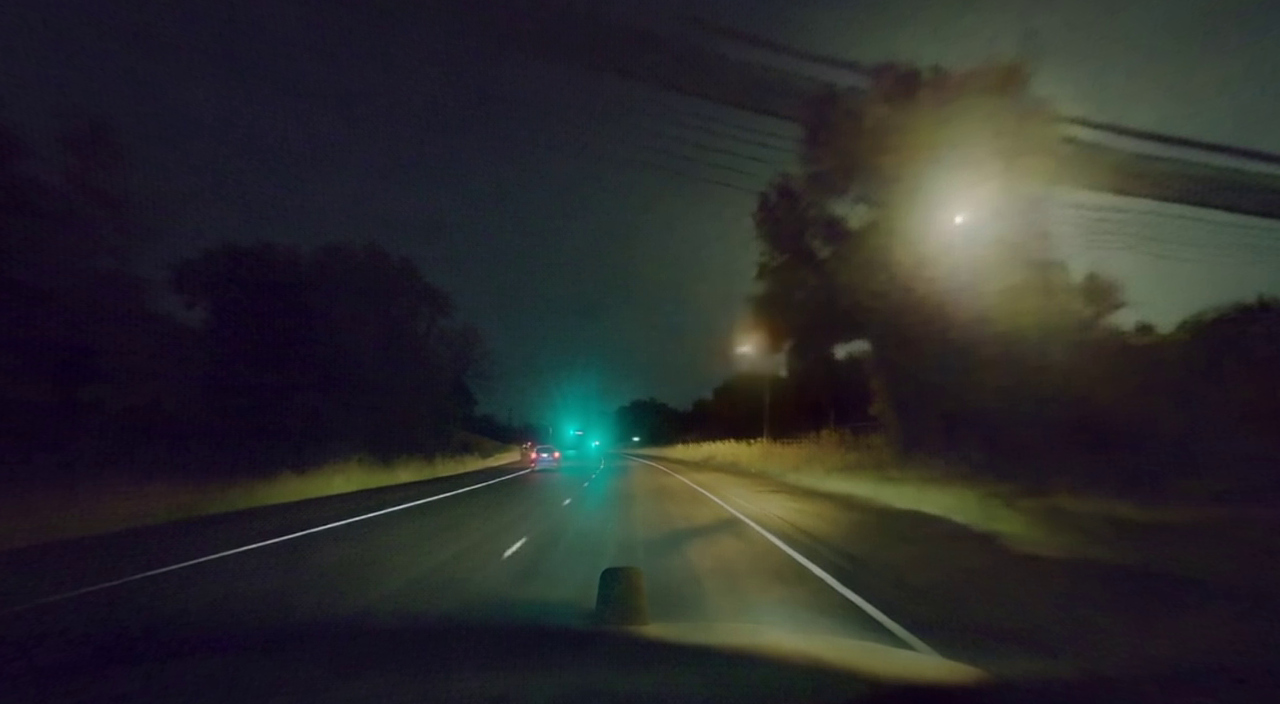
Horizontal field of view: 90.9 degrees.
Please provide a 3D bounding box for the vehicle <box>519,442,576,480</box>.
[{"bbox_3d":[-3.943,4.715,27.617,1.968,1.503,4.443,0,-8,-1],"label":"vehicle"}]
